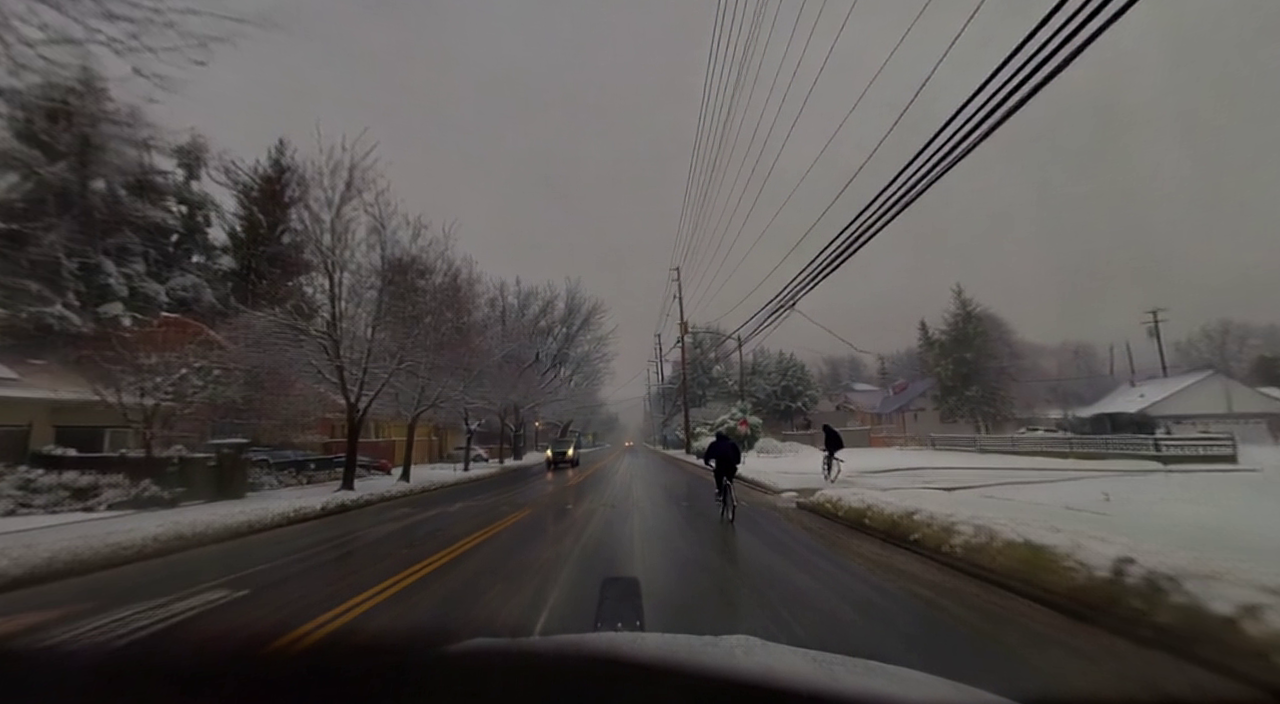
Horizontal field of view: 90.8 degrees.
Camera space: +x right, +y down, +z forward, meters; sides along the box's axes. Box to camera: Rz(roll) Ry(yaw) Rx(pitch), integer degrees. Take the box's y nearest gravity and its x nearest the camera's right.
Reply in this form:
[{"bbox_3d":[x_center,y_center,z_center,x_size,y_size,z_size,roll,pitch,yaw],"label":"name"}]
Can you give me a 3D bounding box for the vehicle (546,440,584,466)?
[{"bbox_3d":[-5.311,7.233,45.342,2.073,1.761,4.589,0,-8,1],"label":"vehicle"}]
